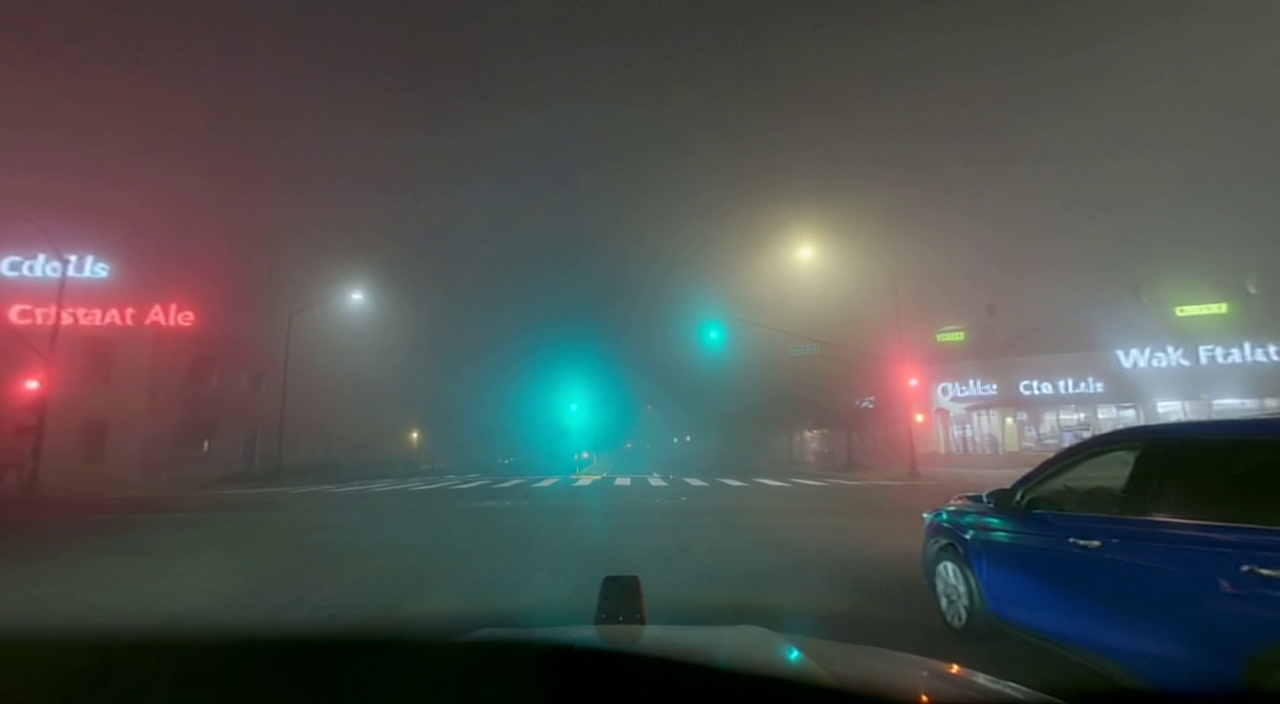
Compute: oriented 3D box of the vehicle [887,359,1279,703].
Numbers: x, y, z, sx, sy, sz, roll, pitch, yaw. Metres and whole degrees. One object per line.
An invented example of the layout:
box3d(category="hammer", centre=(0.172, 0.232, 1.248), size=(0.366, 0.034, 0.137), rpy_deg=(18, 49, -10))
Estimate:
box3d(category="vehicle", centre=(3.110, 0.956, 2.780), size=(2.015, 1.641, 4.995), rpy_deg=(0, -9, 0))
